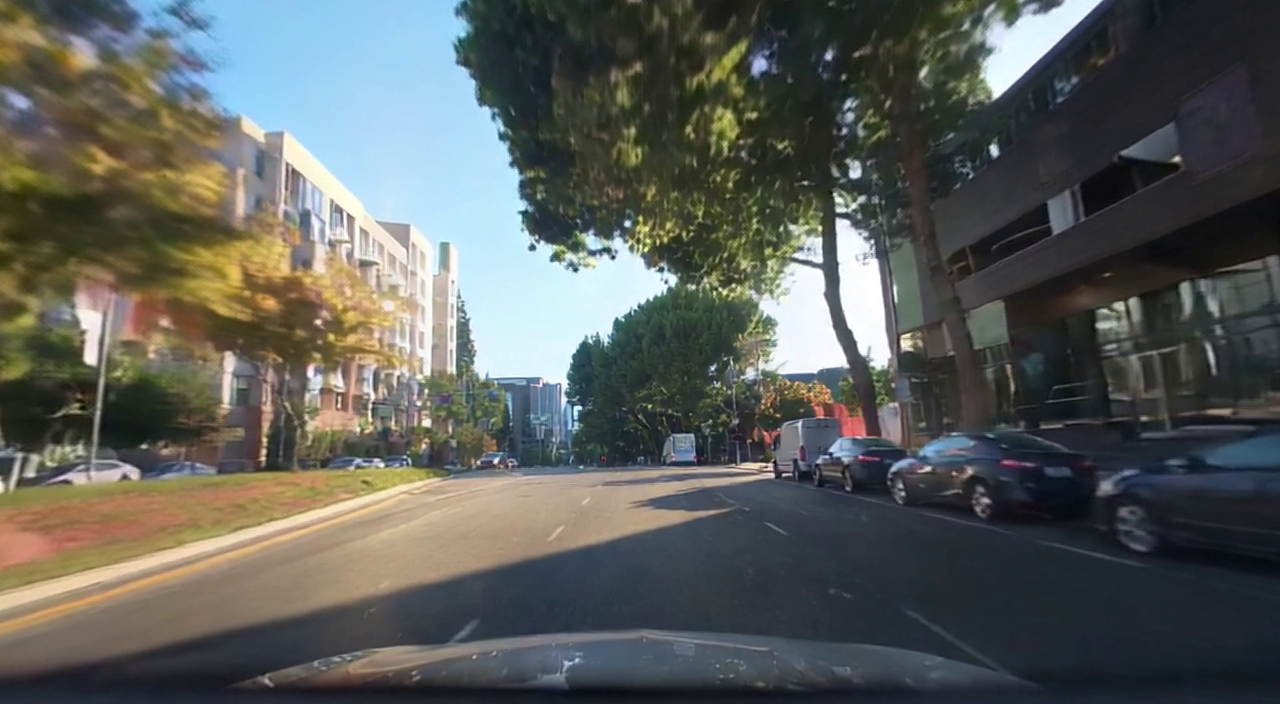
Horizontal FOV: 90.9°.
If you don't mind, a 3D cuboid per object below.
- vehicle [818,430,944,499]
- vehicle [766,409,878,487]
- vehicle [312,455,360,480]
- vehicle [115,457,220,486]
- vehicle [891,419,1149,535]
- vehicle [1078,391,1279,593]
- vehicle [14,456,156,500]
[{"bbox_3d":[6.992,3.304,18.898,1.889,1.799,4.704,0,-9,0],"label":"vehicle"},{"bbox_3d":[7.150,3.909,25.838,2.391,2.750,6.853,0,-9,-1],"label":"vehicle"},{"bbox_3d":[-22.470,8.506,46.707,1.875,1.528,3.717,-5,-9,-3],"label":"vehicle"},{"bbox_3d":[-25.491,6.460,34.124,4.194,1.471,1.834,0,-9,-1],"label":"vehicle"},{"bbox_3d":[7.056,2.362,12.545,2.089,1.788,4.817,1,-9,0],"label":"vehicle"},{"bbox_3d":[7.052,1.348,6.165,2.200,1.860,4.511,0,-9,-1],"label":"vehicle"},{"bbox_3d":[-22.292,5.028,25.600,1.922,1.545,4.178,0,-9,1],"label":"vehicle"}]
